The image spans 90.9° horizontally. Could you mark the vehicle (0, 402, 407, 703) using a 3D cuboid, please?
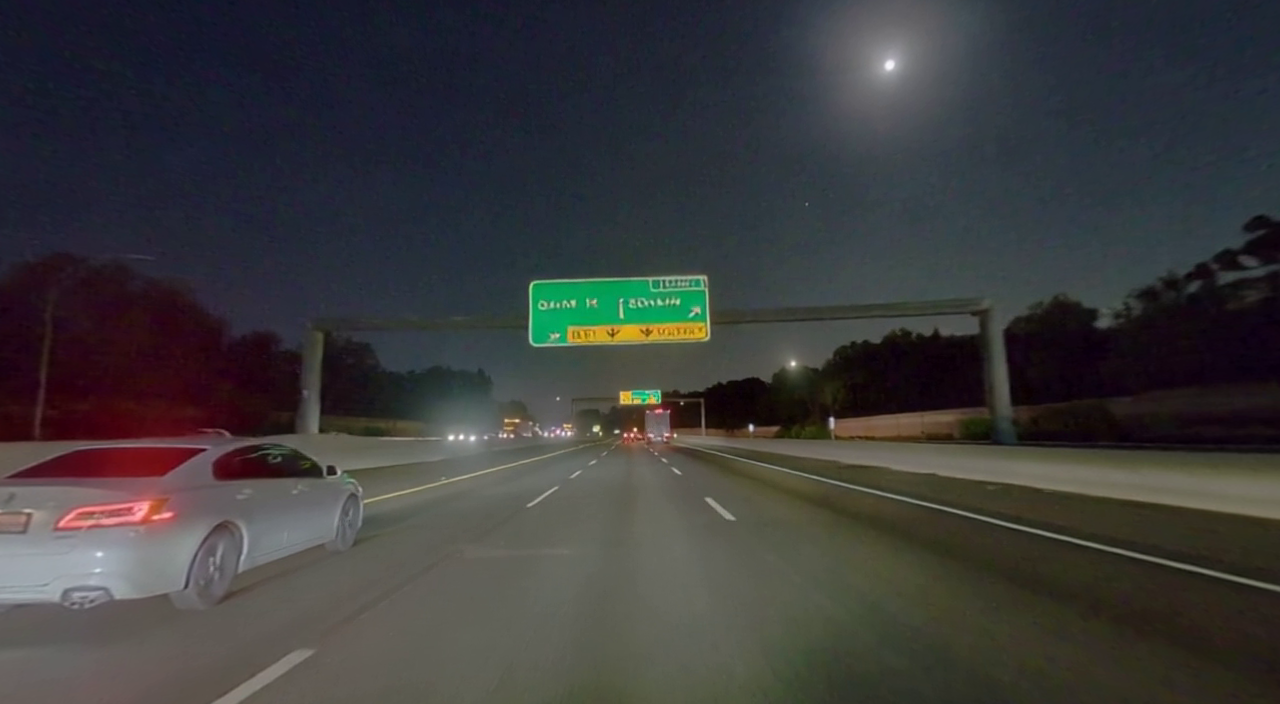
[{"bbox_3d":[-3.735,1.251,5.227,1.971,1.444,4.401,0,-7,-1],"label":"vehicle"}]

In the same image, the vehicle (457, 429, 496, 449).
[{"bbox_3d":[-12.768,6.848,49.442,1.953,1.473,4.444,0,-7,-1],"label":"vehicle"}]
